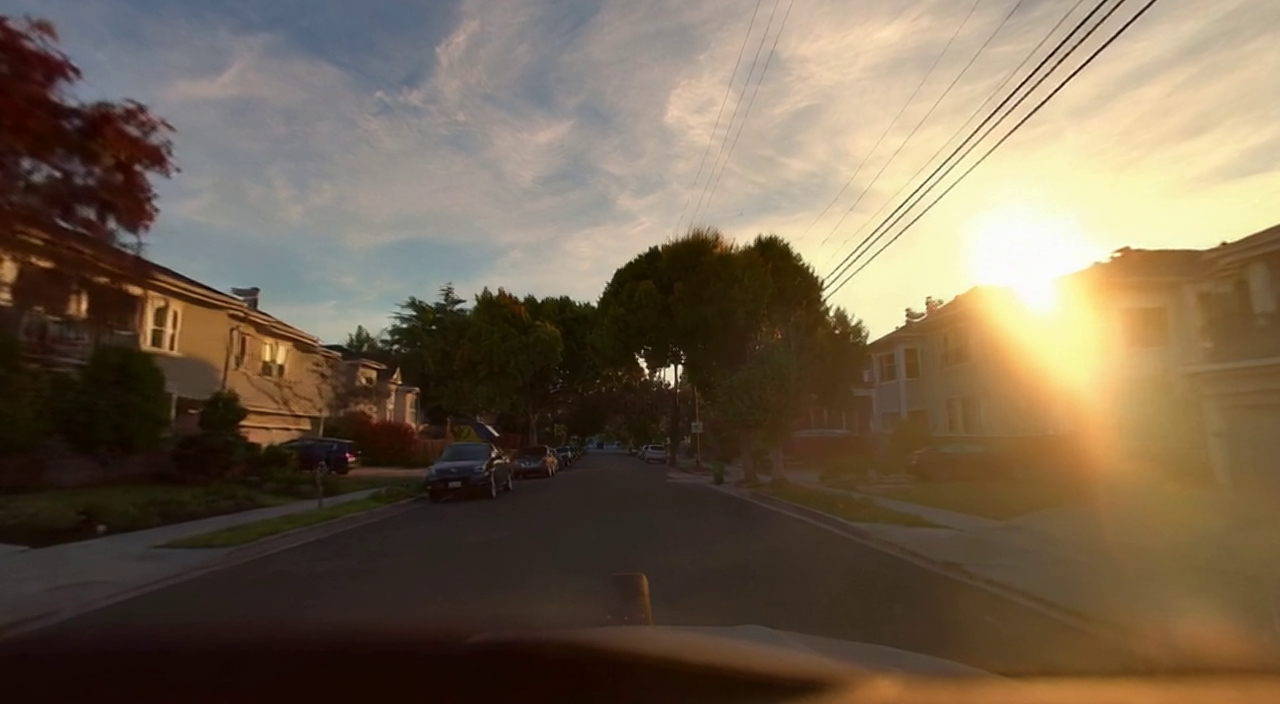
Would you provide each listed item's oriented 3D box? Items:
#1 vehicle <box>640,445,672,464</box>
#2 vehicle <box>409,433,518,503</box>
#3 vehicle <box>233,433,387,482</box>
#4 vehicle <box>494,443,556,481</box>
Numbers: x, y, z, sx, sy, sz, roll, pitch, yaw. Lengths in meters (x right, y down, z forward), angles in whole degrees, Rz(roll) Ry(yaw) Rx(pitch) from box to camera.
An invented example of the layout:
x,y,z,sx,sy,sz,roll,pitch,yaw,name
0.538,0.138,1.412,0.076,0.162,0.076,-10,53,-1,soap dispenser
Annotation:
x,y,z,sx,sy,sz,roll,pitch,yaw,name
1.207,8.087,49.850,2.000,1.456,5.251,1,-9,-5,vehicle
-4.717,3.199,17.615,1.974,1.664,4.539,0,-10,-4,vehicle
-11.820,3.796,22.824,4.414,1.658,1.988,0,-9,-3,vehicle
-5.046,4.908,28.388,2.086,1.493,4.582,-1,-9,-2,vehicle
